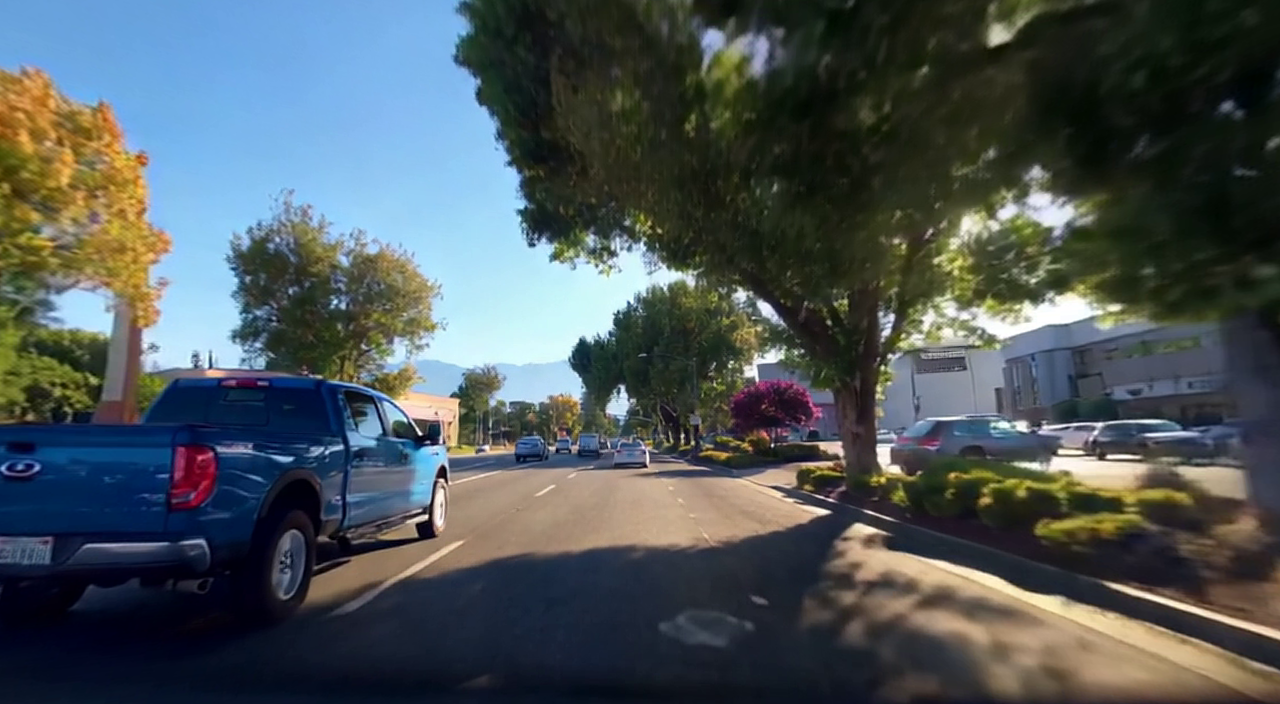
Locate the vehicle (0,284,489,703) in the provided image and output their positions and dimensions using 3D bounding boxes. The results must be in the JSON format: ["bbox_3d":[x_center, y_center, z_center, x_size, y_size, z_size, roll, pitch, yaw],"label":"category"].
[{"bbox_3d":[-3.717,1.178,6.251,2.552,2.079,6.810,0,-8,1],"label":"vehicle"}]

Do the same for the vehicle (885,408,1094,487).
[{"bbox_3d":[8.938,2.422,16.029,5.109,1.735,1.997,4,-9,-26],"label":"vehicle"}]

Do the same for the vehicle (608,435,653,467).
[{"bbox_3d":[-0.465,5.184,33.020,2.191,1.530,4.470,0,-8,0],"label":"vehicle"}]

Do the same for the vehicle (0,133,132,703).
[{"bbox_3d":[-3.752,0.162,0.221,2.733,2.495,5.037,0,-8,2],"label":"vehicle"}]
